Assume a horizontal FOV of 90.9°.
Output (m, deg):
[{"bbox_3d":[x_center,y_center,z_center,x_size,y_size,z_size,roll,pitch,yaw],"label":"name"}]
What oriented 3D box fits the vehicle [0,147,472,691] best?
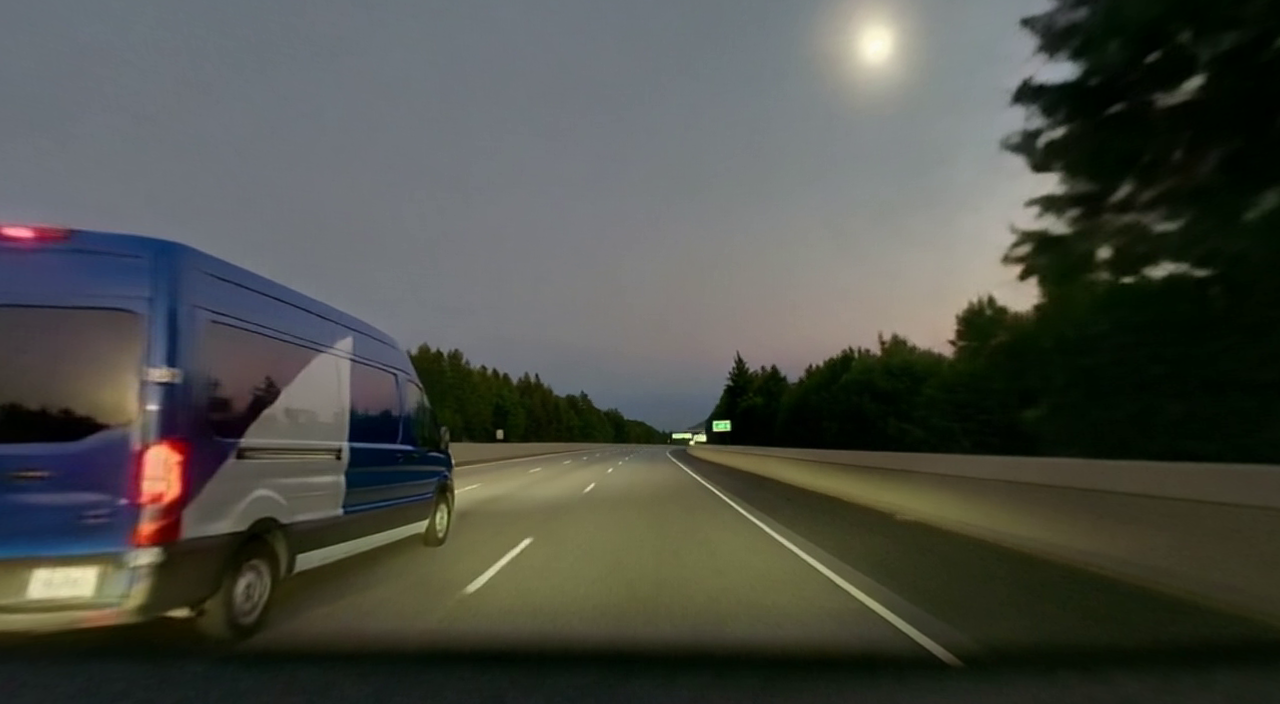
[{"bbox_3d":[-3.646,0.684,6.166,2.319,2.883,5.632,-1,-8,1],"label":"vehicle"}]
